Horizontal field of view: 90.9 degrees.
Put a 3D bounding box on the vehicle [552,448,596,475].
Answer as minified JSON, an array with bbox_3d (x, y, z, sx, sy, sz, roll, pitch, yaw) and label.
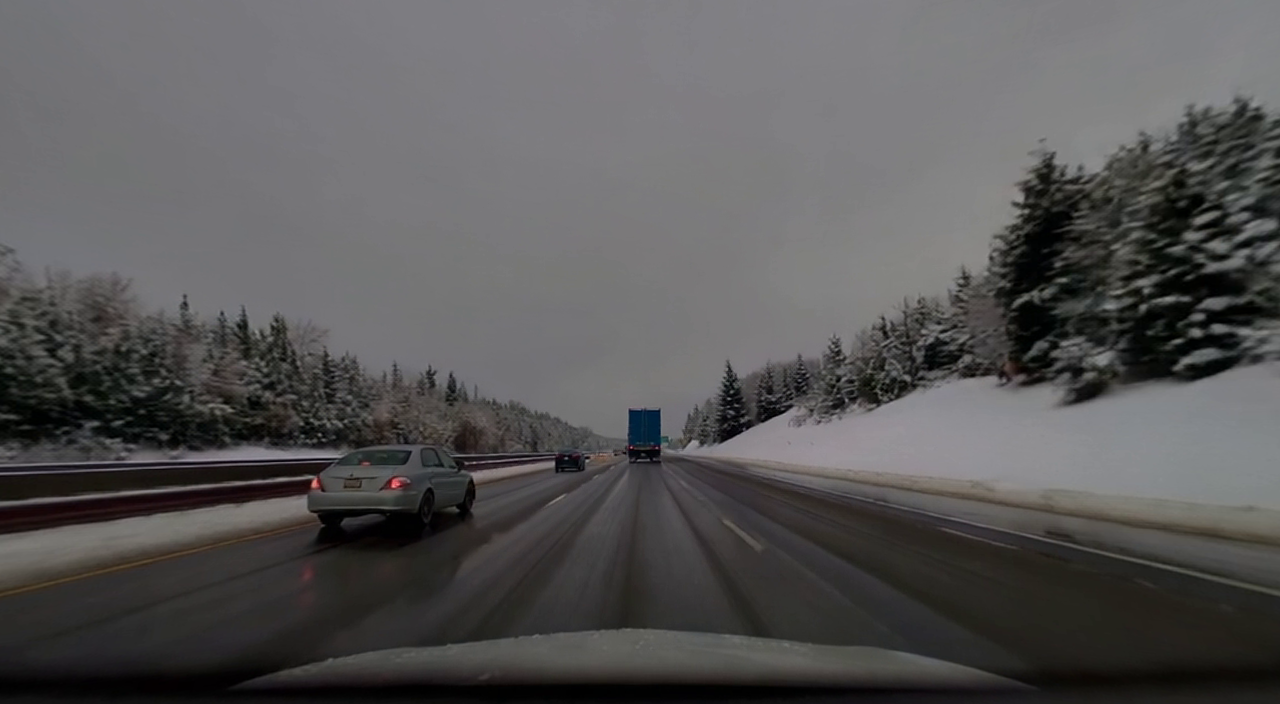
[{"bbox_3d":[-3.761,6.326,36.631,1.981,1.435,4.199,0,-9,1],"label":"vehicle"}]

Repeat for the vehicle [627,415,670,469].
[{"bbox_3d":[0.556,6.830,47.586,2.893,3.628,9.081,0,-9,0],"label":"vehicle"}]

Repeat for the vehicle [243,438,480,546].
[{"bbox_3d":[-4.392,2.269,10.898,2.010,1.461,4.391,0,-9,1],"label":"vehicle"}]
